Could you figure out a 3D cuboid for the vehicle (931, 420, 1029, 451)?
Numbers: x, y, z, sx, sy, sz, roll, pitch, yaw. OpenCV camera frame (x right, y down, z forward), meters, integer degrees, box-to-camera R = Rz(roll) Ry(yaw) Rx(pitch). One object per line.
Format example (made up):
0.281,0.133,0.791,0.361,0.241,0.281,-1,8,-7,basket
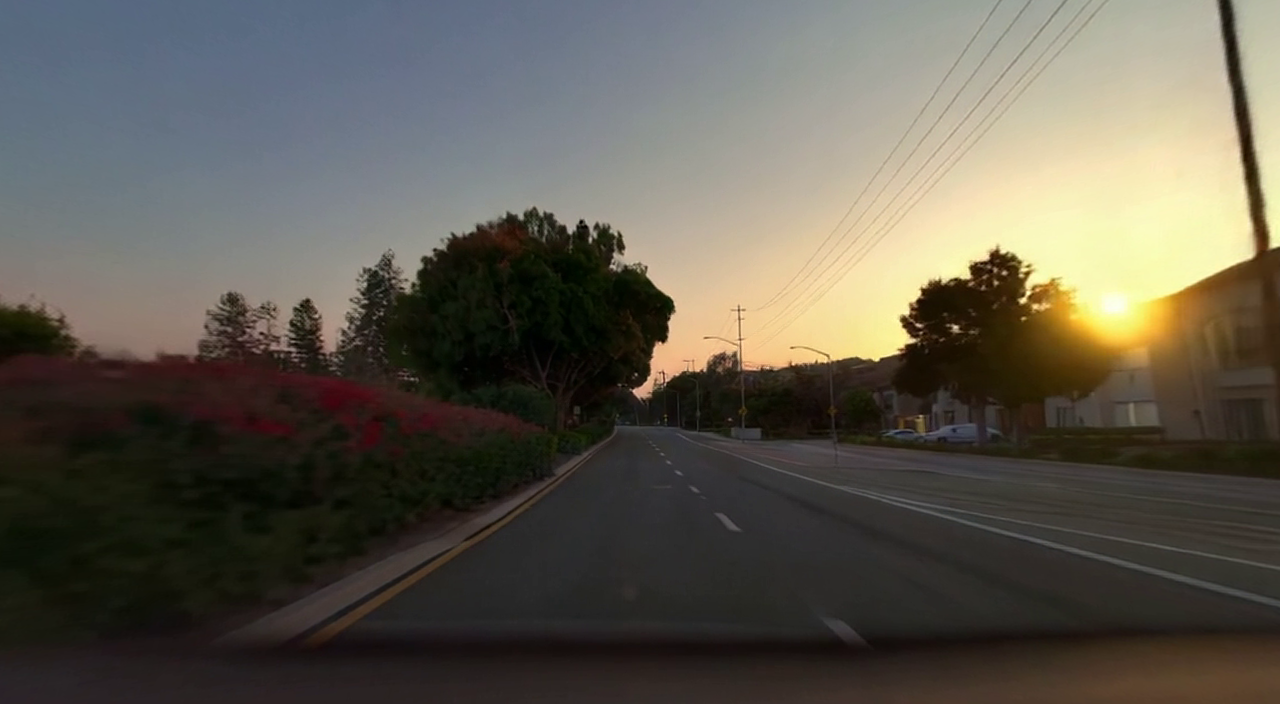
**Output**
24.498,6.074,45.745,5.603,2.179,2.440,-1,-9,5,vehicle
